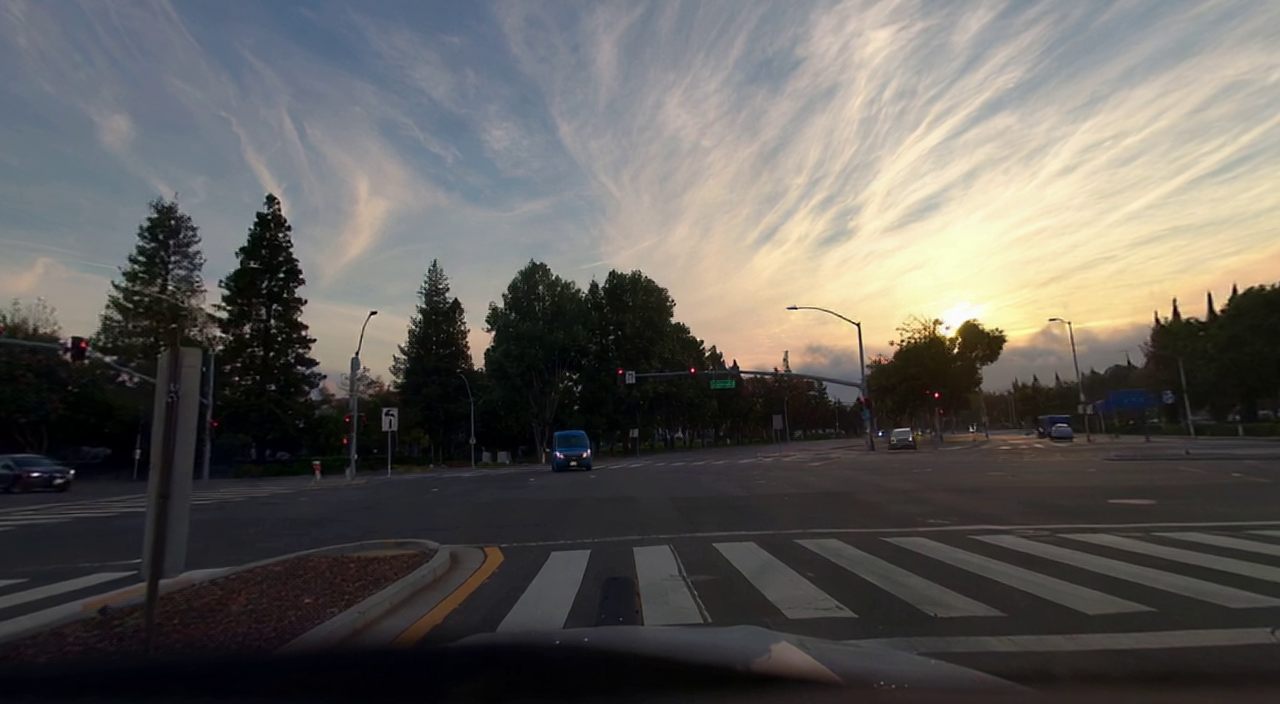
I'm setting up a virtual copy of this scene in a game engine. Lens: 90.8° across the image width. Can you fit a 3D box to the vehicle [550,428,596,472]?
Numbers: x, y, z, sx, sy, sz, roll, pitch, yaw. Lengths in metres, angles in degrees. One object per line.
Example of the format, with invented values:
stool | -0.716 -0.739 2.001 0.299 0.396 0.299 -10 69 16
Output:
vehicle | -4.045 5.756 37.343 2.465 2.404 5.791 1 -8 -8
